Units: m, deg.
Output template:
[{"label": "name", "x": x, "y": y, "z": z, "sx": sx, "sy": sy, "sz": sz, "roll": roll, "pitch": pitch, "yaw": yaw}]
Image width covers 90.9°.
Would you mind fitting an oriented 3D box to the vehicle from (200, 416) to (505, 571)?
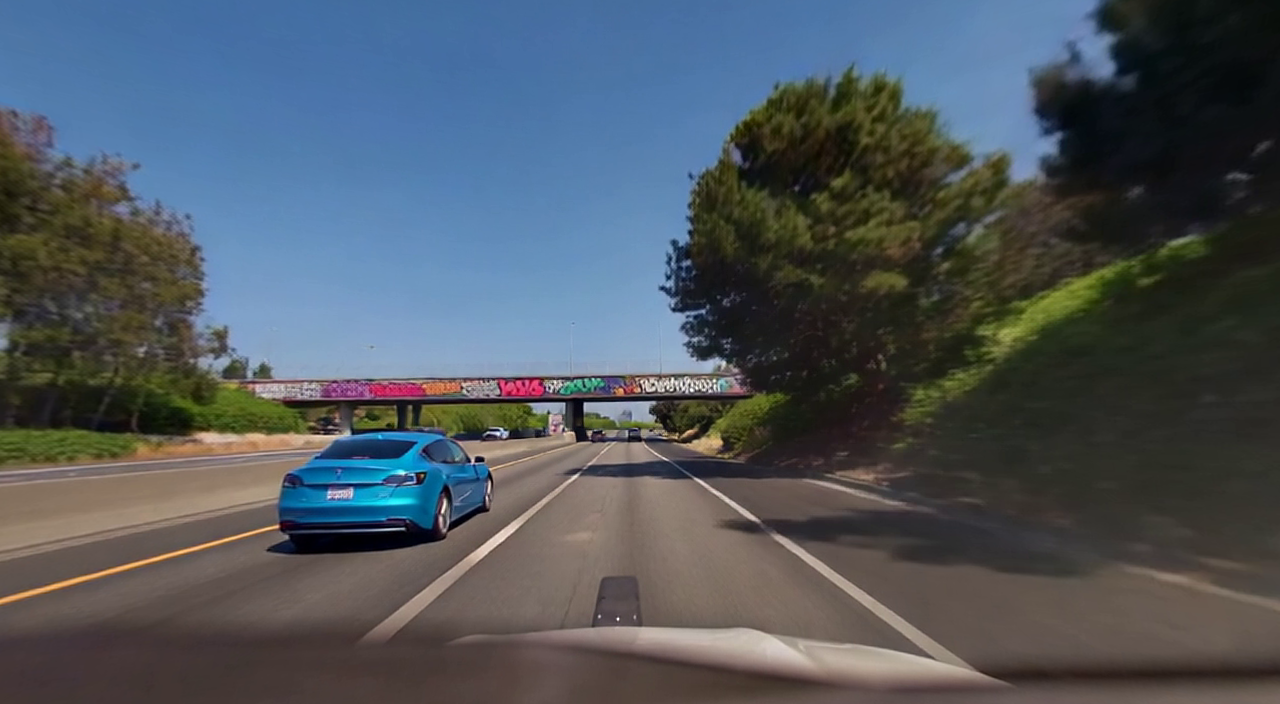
[{"label": "vehicle", "x": -3.412, "y": 1.747, "z": 8.733, "sx": 2.108, "sy": 1.555, "sz": 4.574, "roll": 0, "pitch": -8, "yaw": -1}]
